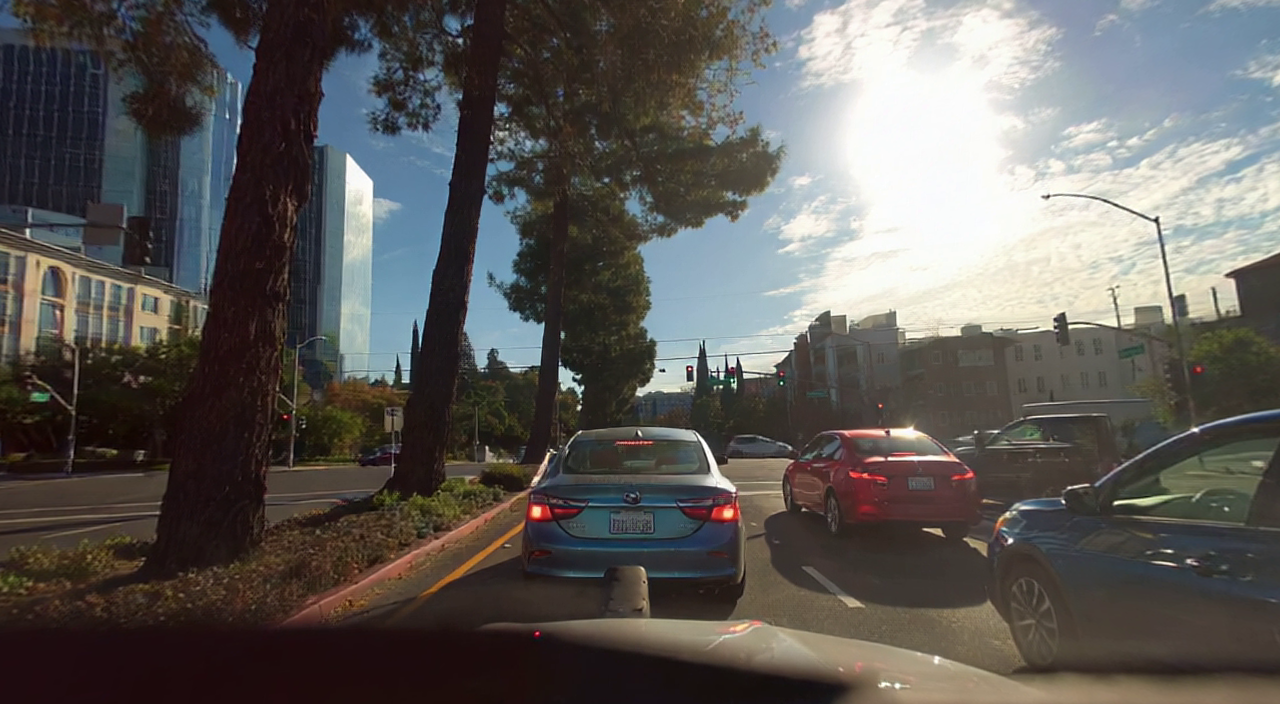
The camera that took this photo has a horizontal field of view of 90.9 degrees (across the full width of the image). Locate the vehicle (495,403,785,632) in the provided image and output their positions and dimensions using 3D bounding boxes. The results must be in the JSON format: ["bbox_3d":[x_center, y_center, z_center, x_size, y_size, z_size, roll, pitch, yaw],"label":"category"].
[{"bbox_3d":[-0.014,1.477,6.504,2.074,1.631,3.793,0,-9,0],"label":"vehicle"}]

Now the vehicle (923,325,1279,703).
[{"bbox_3d":[3.725,0.934,3.422,2.162,1.829,4.519,0,-9,-1],"label":"vehicle"}]

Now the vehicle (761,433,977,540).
[{"bbox_3d":[3.696,2.258,11.299,2.054,1.482,4.654,0,-9,-1],"label":"vehicle"}]
